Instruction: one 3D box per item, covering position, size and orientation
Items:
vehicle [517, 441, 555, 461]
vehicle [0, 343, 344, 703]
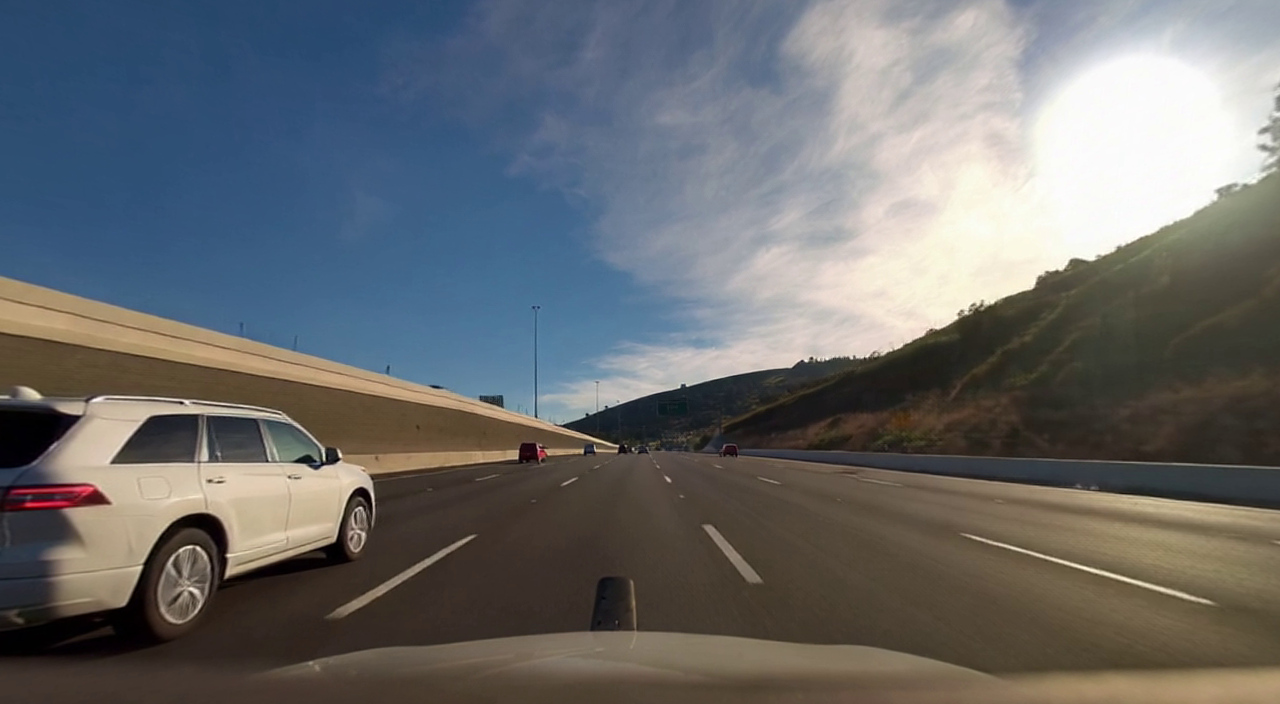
[{"bbox_3d":[-7.866,7.538,48.180,2.054,1.474,4.450,0,-9,1],"label":"vehicle"},{"bbox_3d":[-3.754,0.937,3.404,2.047,1.715,4.689,0,-9,0],"label":"vehicle"}]
